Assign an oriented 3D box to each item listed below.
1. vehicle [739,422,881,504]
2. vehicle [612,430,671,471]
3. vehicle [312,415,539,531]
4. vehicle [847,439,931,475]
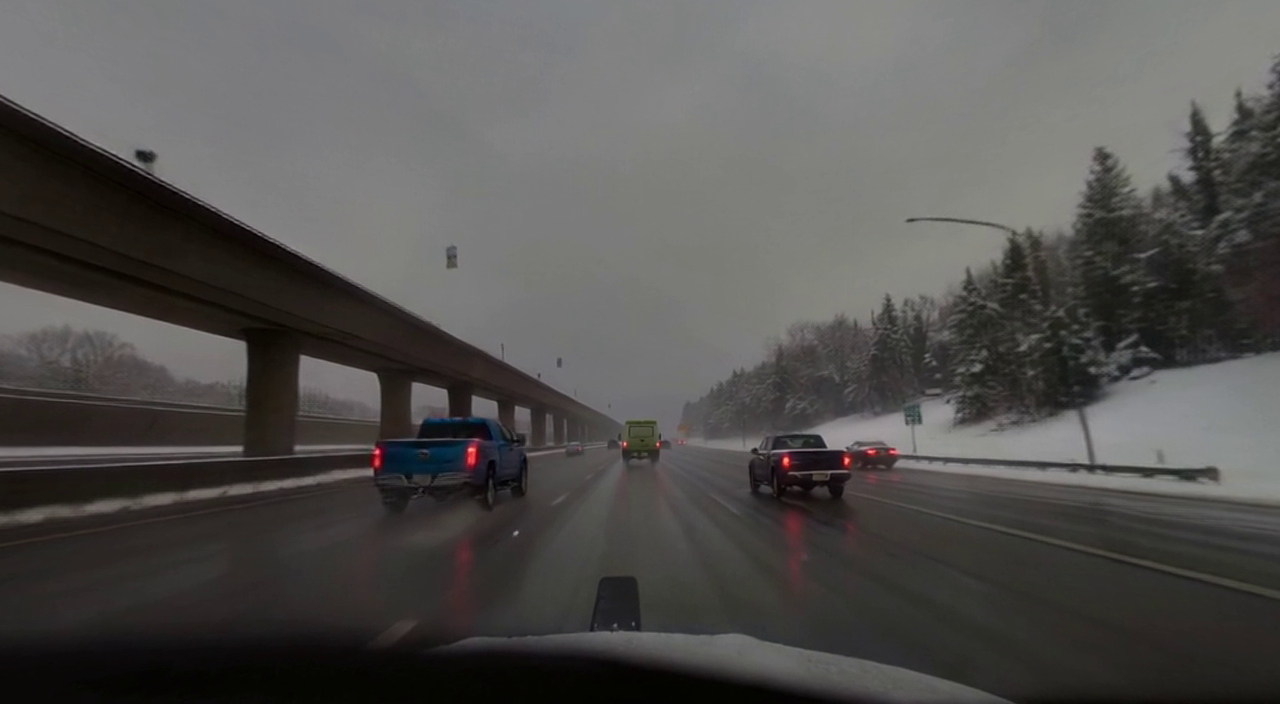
[{"bbox_3d":[3.795,2.579,14.961,2.119,1.653,4.000,0,-9,-2],"label":"vehicle"},{"bbox_3d":[0.063,4.802,30.886,2.572,1.837,5.693,0,-9,0],"label":"vehicle"},{"bbox_3d":[-3.603,2.189,12.005,2.535,1.715,5.030,0,-9,0],"label":"vehicle"},{"bbox_3d":[11.127,4.710,28.592,1.961,1.480,4.331,0,-9,-1],"label":"vehicle"}]
